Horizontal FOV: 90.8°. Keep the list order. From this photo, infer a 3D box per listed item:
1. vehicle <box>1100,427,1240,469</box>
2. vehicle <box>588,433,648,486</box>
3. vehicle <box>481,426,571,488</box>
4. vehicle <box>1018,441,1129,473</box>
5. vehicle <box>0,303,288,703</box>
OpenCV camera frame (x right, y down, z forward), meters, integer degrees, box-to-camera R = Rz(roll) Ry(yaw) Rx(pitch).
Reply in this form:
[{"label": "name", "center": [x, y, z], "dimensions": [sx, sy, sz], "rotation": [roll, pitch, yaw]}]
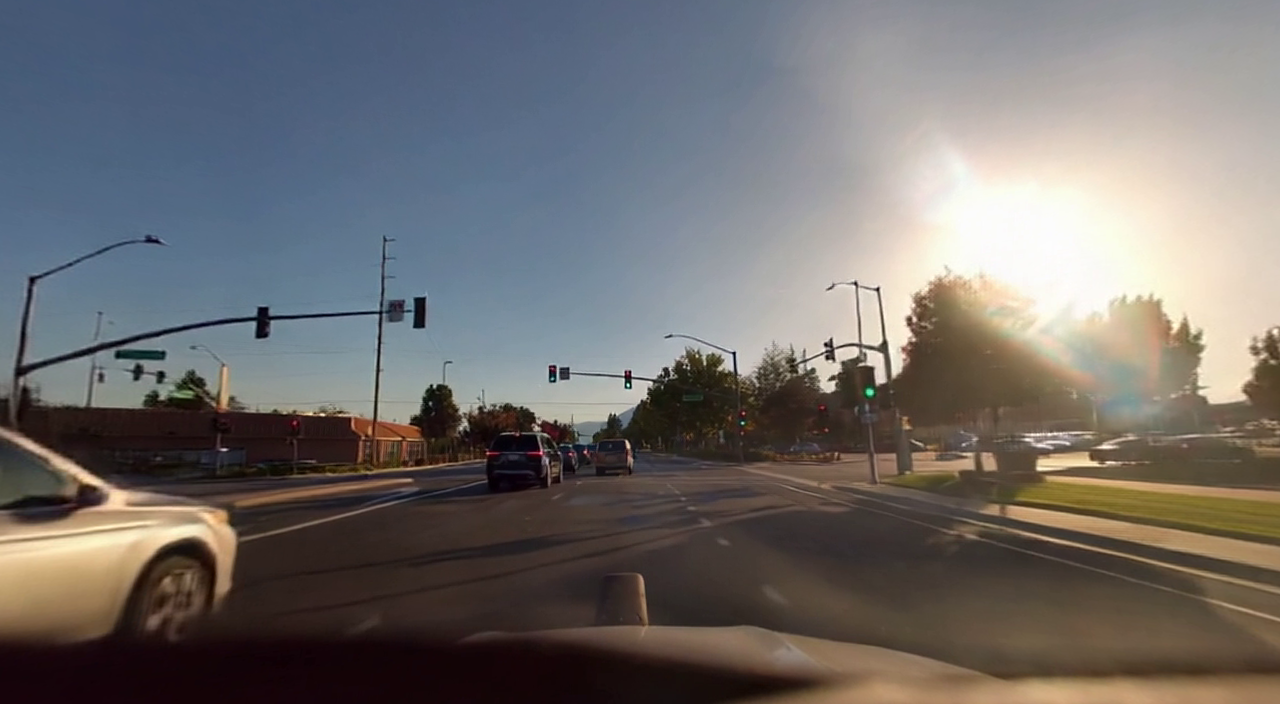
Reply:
[{"label": "vehicle", "center": [26.610, 4.849, 31.867], "dimensions": [5.039, 1.877, 2.076], "rotation": [-2, -8, 0]}, {"label": "vehicle", "center": [-0.789, 4.008, 23.866], "dimensions": [2.061, 1.809, 4.141], "rotation": [0, -8, 0]}, {"label": "vehicle", "center": [-4.001, 3.814, 23.251], "dimensions": [2.252, 1.999, 5.605], "rotation": [0, -8, 0]}, {"label": "vehicle", "center": [21.659, 5.250, 31.683], "dimensions": [4.317, 1.430, 1.782], "rotation": [-1, -8, -5]}, {"label": "vehicle", "center": [-3.657, 0.683, 2.039], "dimensions": [2.159, 1.877, 4.925], "rotation": [0, -9, 0]}]
